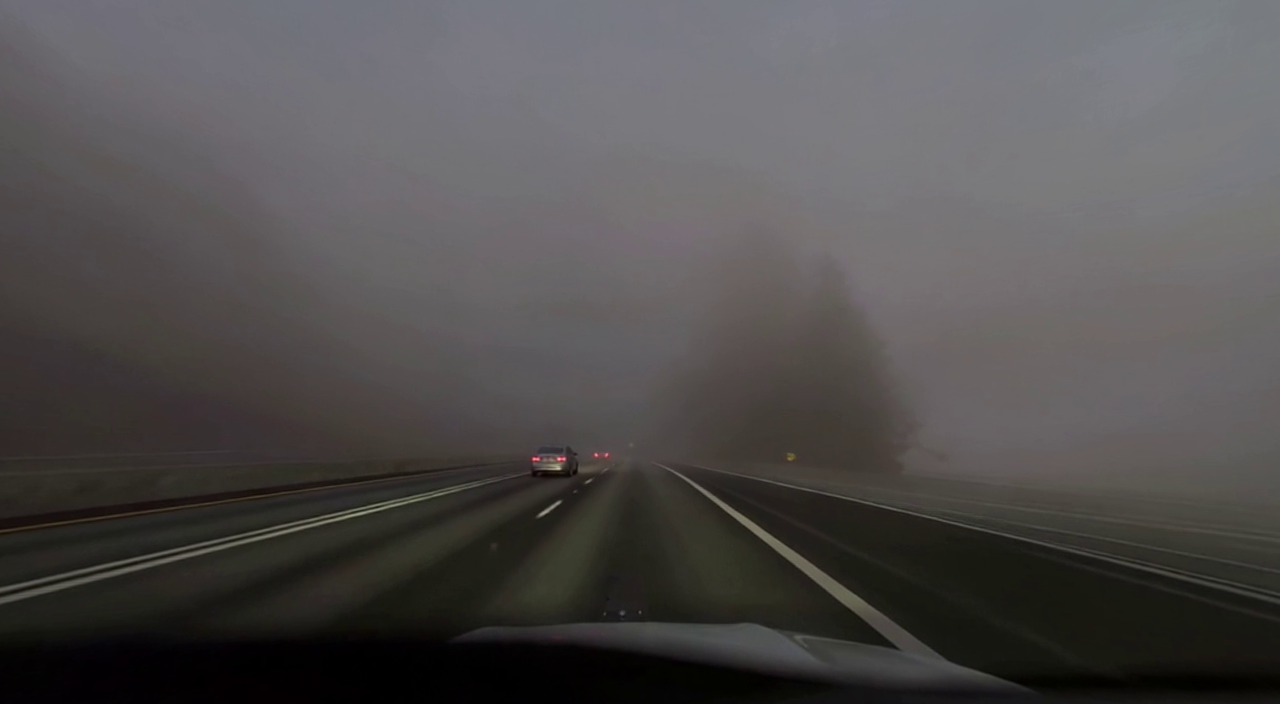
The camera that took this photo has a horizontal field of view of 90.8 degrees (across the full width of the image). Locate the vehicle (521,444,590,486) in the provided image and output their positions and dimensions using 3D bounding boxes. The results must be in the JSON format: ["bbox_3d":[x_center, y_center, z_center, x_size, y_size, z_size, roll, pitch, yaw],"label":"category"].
[{"bbox_3d":[-3.427,4.693,26.570,2.184,1.574,5.004,0,-9,0],"label":"vehicle"}]
